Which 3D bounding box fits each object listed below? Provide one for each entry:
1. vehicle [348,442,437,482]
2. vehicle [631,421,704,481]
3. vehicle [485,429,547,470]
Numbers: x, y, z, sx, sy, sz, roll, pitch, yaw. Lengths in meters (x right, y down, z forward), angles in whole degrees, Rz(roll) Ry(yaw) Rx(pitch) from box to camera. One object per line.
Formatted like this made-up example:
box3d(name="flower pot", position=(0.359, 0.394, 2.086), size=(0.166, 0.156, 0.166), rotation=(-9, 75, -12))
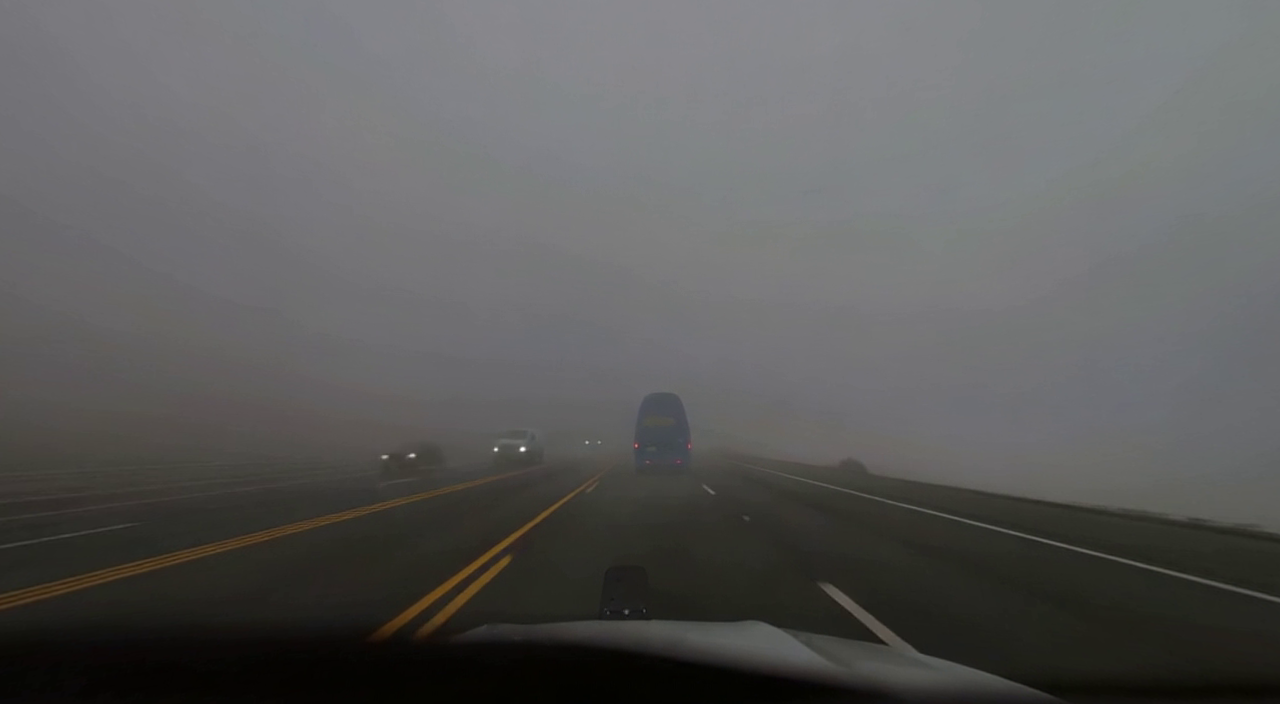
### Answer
box3d(name="vehicle", position=(-10.880, 4.838, 28.028), size=(2.041, 1.606, 4.507), rotation=(0, -8, 1))
box3d(name="vehicle", position=(0.971, 3.684, 23.594), size=(2.469, 2.027, 4.554), rotation=(0, -8, 1))
box3d(name="vehicle", position=(-7.254, 5.760, 37.394), size=(2.546, 2.262, 5.135), rotation=(0, -8, 1))
